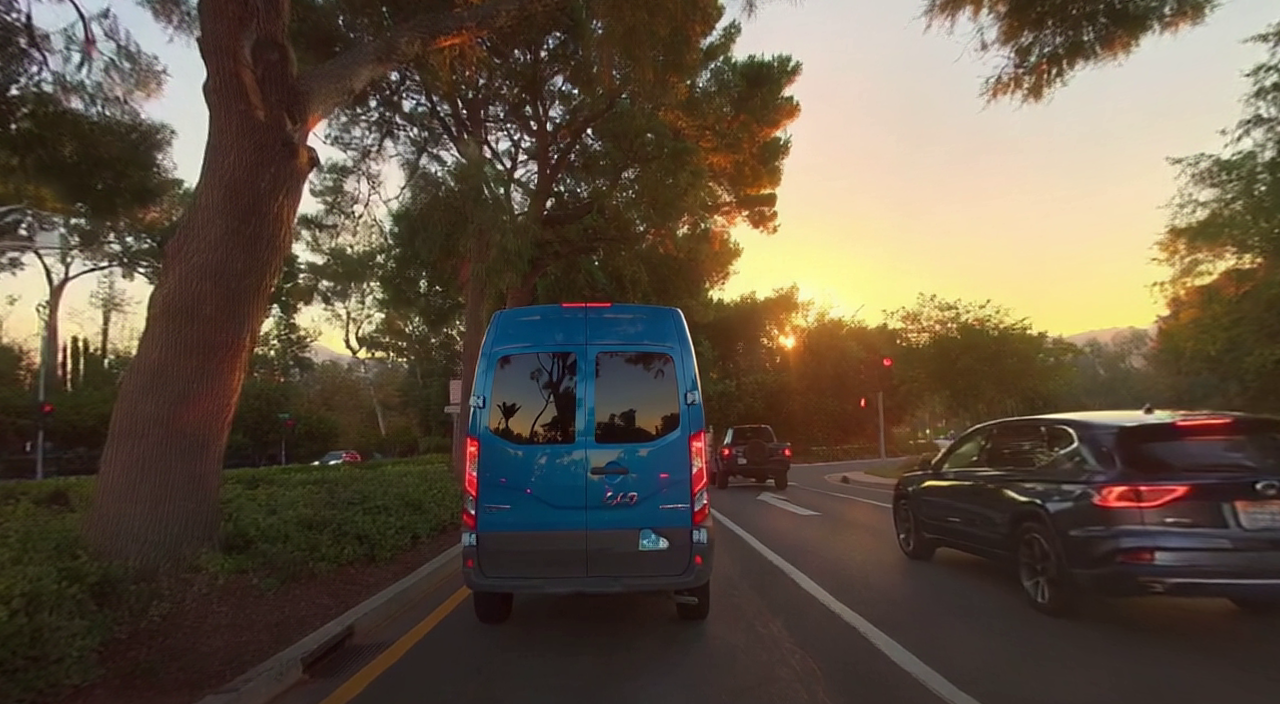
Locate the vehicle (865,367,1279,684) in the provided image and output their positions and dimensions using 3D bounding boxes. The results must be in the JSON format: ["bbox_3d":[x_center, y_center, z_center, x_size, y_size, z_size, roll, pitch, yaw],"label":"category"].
[{"bbox_3d":[4.051,1.277,5.831,2.024,1.692,4.696,0,-9,-2],"label":"vehicle"}]

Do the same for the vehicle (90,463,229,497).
[{"bbox_3d":[-22.419,5.979,29.658,4.726,1.456,1.873,2,-9,-11],"label":"vehicle"}]

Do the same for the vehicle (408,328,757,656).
[{"bbox_3d":[-0.361,1.172,6.161,2.145,2.046,4.309,0,-9,0],"label":"vehicle"}]

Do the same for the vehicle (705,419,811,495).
[{"bbox_3d":[3.170,2.935,17.852,1.988,1.873,3.968,1,-9,-3],"label":"vehicle"}]
